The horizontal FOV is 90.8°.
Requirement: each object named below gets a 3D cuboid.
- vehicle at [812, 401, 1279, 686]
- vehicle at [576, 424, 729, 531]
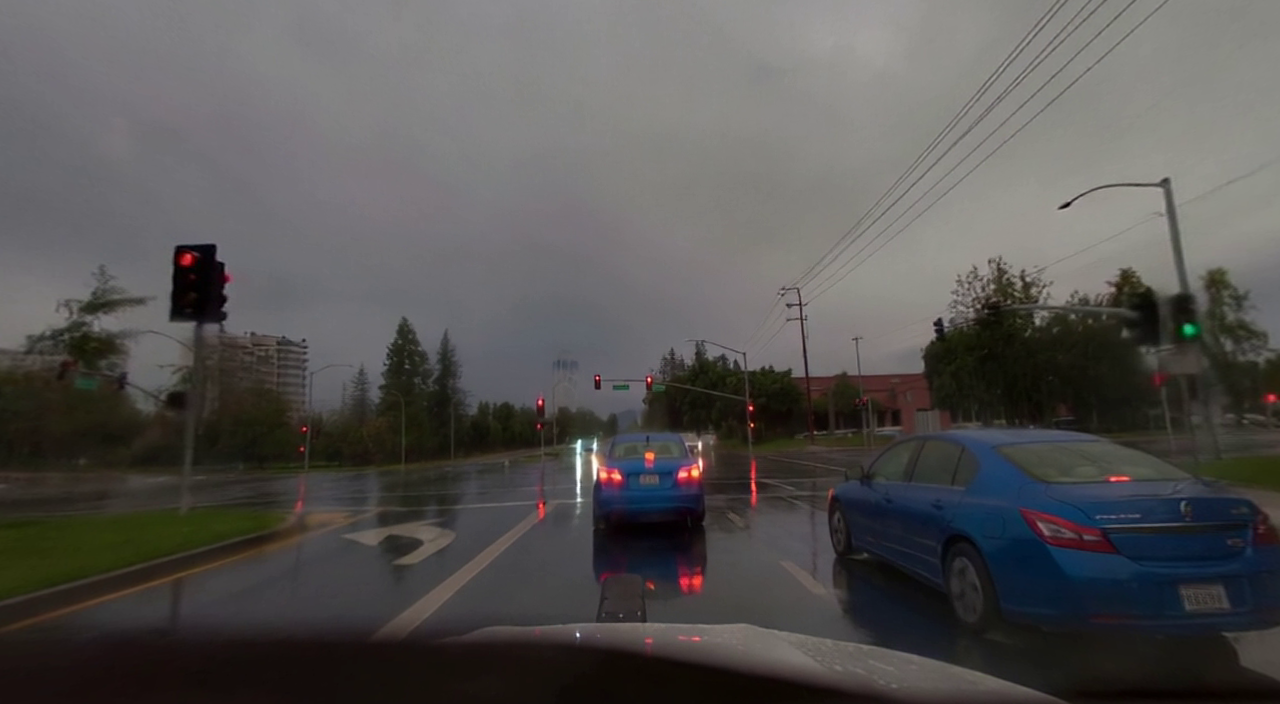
[{"bbox_3d":[3.088,1.298,5.446,2.004,1.448,4.263,0,-8,0],"label":"vehicle"},{"bbox_3d":[0.168,2.024,10.718,2.110,1.466,3.860,0,-8,0],"label":"vehicle"}]
